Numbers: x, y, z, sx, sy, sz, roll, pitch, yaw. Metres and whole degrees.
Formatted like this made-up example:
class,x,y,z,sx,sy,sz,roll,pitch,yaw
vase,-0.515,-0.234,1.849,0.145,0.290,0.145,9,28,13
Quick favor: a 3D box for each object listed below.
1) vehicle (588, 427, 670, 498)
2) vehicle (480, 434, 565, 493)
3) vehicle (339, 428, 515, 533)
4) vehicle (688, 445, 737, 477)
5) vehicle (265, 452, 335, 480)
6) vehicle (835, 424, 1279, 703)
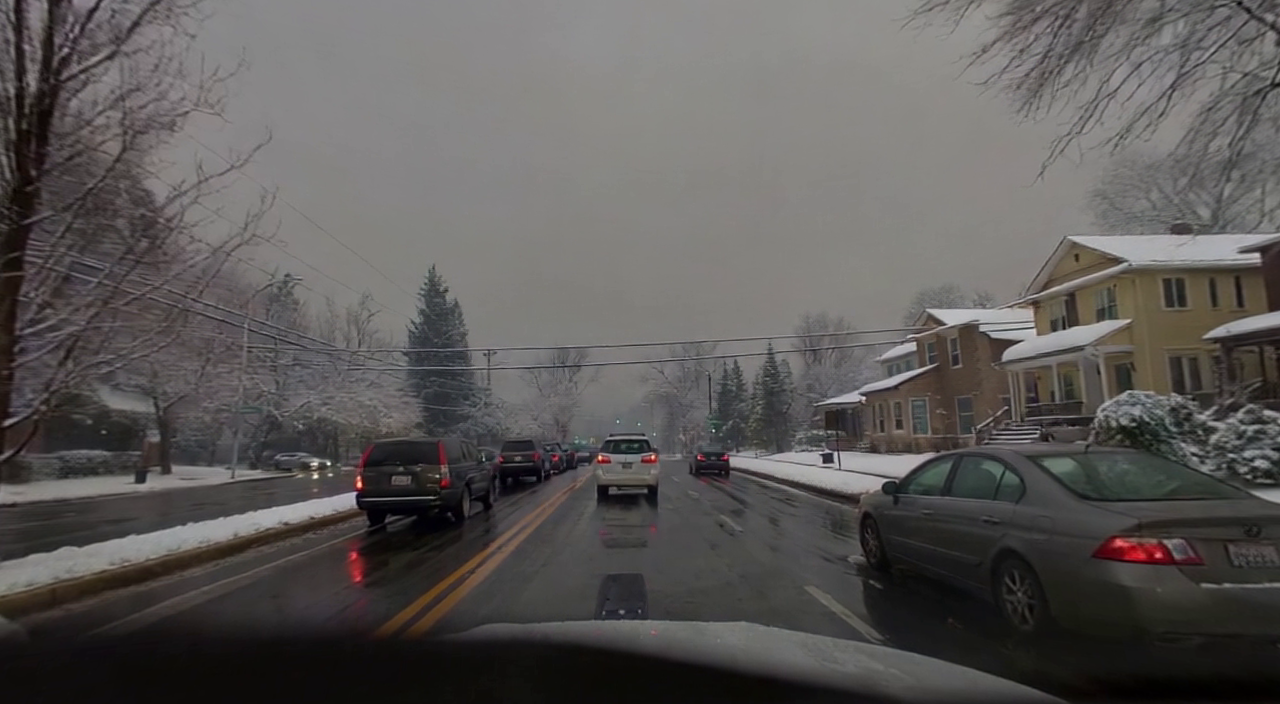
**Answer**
class,x,y,z,sx,sy,sz,roll,pitch,yaw
vehicle,-0.293,3.245,18.963,2.164,1.867,4.254,0,-8,0
vehicle,-3.661,3.539,20.395,1.932,1.695,4.150,0,-8,0
vehicle,-3.713,2.296,11.925,1.864,1.576,4.324,0,-8,-1
vehicle,3.525,5.379,31.453,1.880,1.476,3.932,0,-8,-1
vehicle,-22.316,7.474,41.676,2.060,1.643,4.623,0,-8,0
vehicle,3.486,1.458,5.612,1.977,1.480,4.589,0,-8,-1
